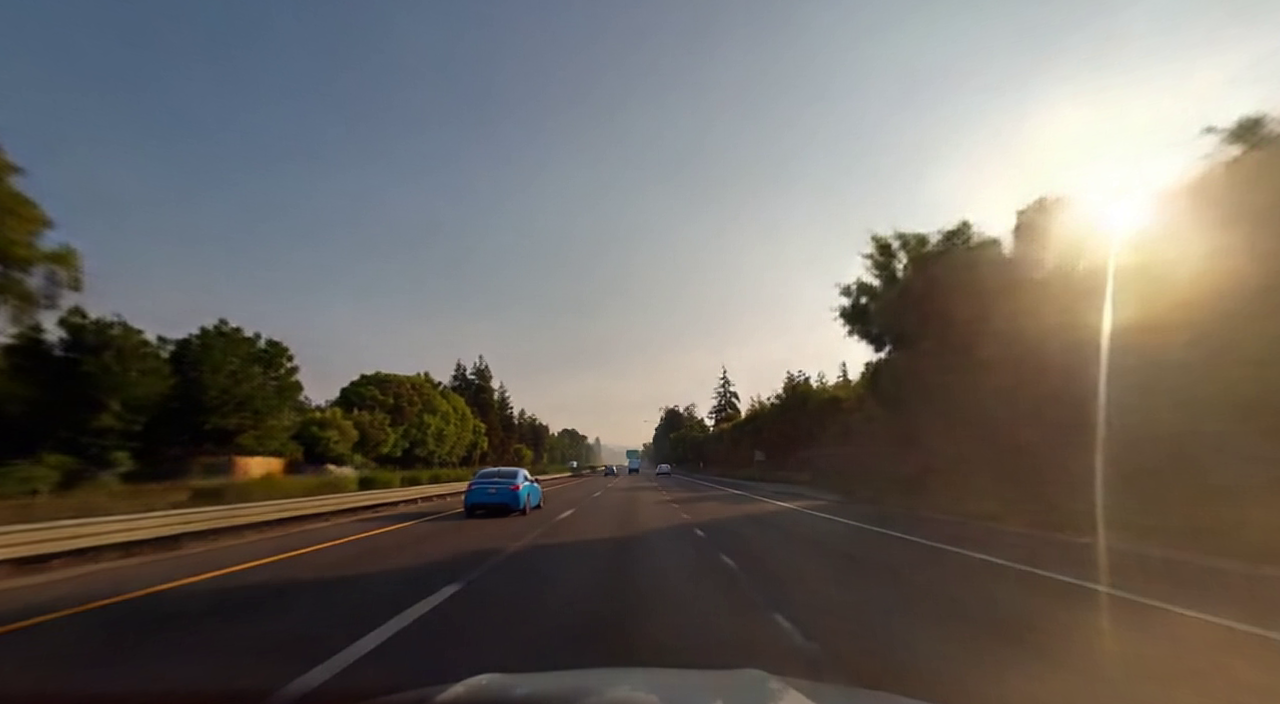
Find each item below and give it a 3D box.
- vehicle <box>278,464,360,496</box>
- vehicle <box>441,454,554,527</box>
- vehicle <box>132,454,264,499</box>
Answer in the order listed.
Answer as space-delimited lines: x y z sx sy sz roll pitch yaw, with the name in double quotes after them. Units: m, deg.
-15.579 6.218 30.834 1.829 1.429 4.079 1 -10 -1 "vehicle"
-3.386 3.393 15.794 1.797 1.532 4.072 1 -10 1 "vehicle"
-19.659 5.559 28.392 2.064 1.805 5.152 0 -10 1 "vehicle"
